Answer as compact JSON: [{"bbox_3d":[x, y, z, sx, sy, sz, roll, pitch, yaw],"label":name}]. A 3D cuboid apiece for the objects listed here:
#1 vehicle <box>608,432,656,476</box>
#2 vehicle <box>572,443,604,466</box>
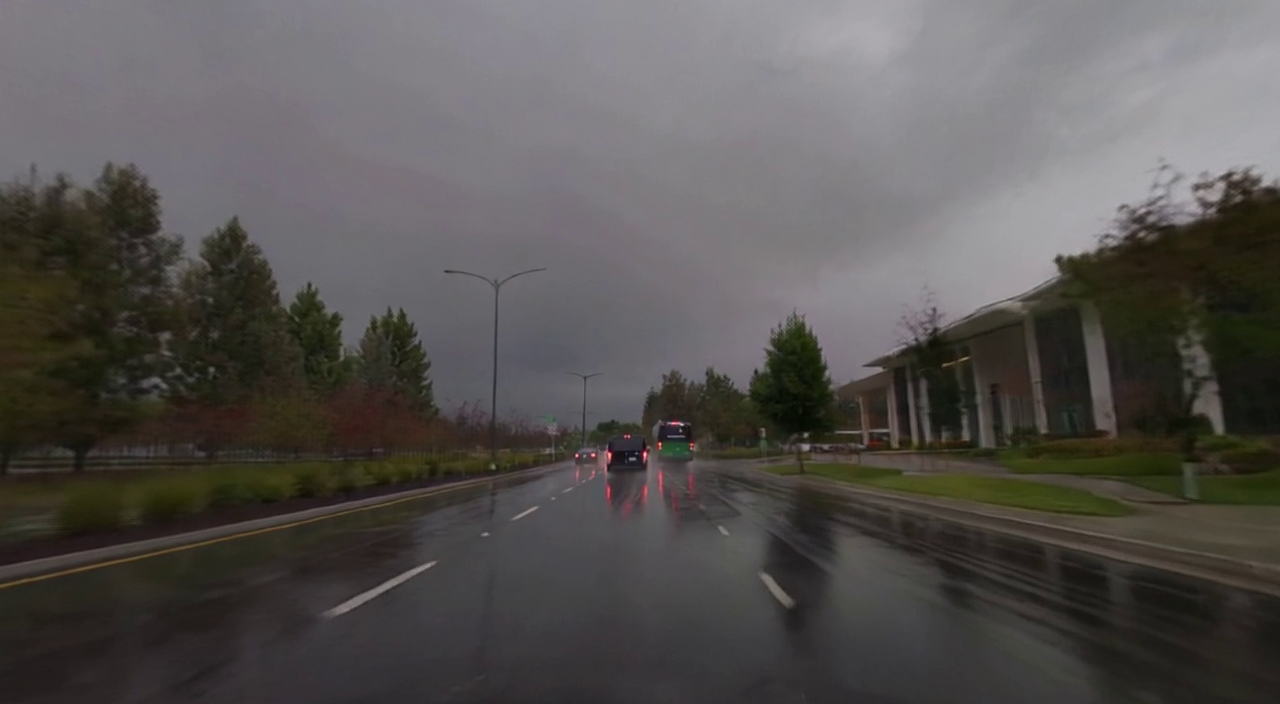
[{"bbox_3d":[-0.346,5.366,33.513,2.336,2.122,5.207,0,-9,1],"label":"vehicle"},{"bbox_3d":[-4.014,7.979,49.149,2.109,1.672,4.256,0,-9,1],"label":"vehicle"}]
